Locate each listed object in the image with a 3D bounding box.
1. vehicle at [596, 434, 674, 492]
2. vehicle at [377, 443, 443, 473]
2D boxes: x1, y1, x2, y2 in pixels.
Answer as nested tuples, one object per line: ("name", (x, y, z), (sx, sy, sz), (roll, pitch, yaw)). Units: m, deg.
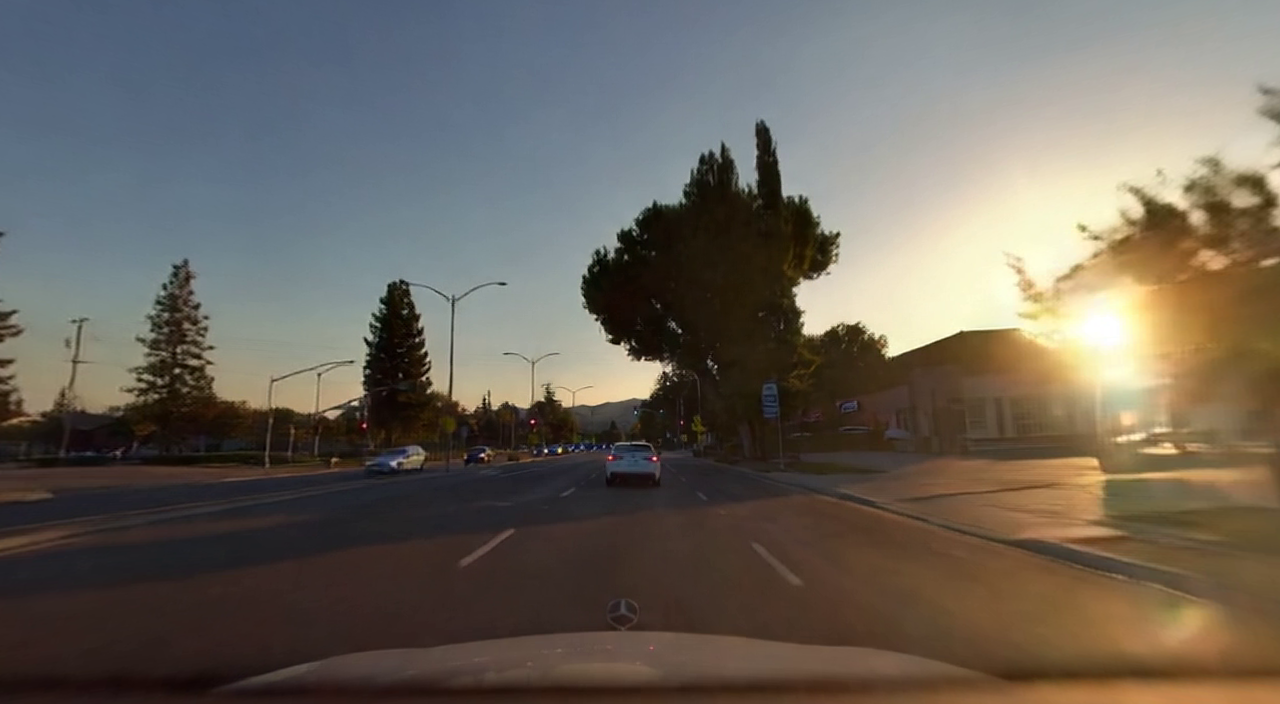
("vehicle", (-0.134, 3.253, 18.784), (2.062, 1.519, 4.214), (0, -8, 0))
("vehicle", (-12.207, 5.635, 33.727), (1.868, 1.516, 4.321), (0, -8, 1))
